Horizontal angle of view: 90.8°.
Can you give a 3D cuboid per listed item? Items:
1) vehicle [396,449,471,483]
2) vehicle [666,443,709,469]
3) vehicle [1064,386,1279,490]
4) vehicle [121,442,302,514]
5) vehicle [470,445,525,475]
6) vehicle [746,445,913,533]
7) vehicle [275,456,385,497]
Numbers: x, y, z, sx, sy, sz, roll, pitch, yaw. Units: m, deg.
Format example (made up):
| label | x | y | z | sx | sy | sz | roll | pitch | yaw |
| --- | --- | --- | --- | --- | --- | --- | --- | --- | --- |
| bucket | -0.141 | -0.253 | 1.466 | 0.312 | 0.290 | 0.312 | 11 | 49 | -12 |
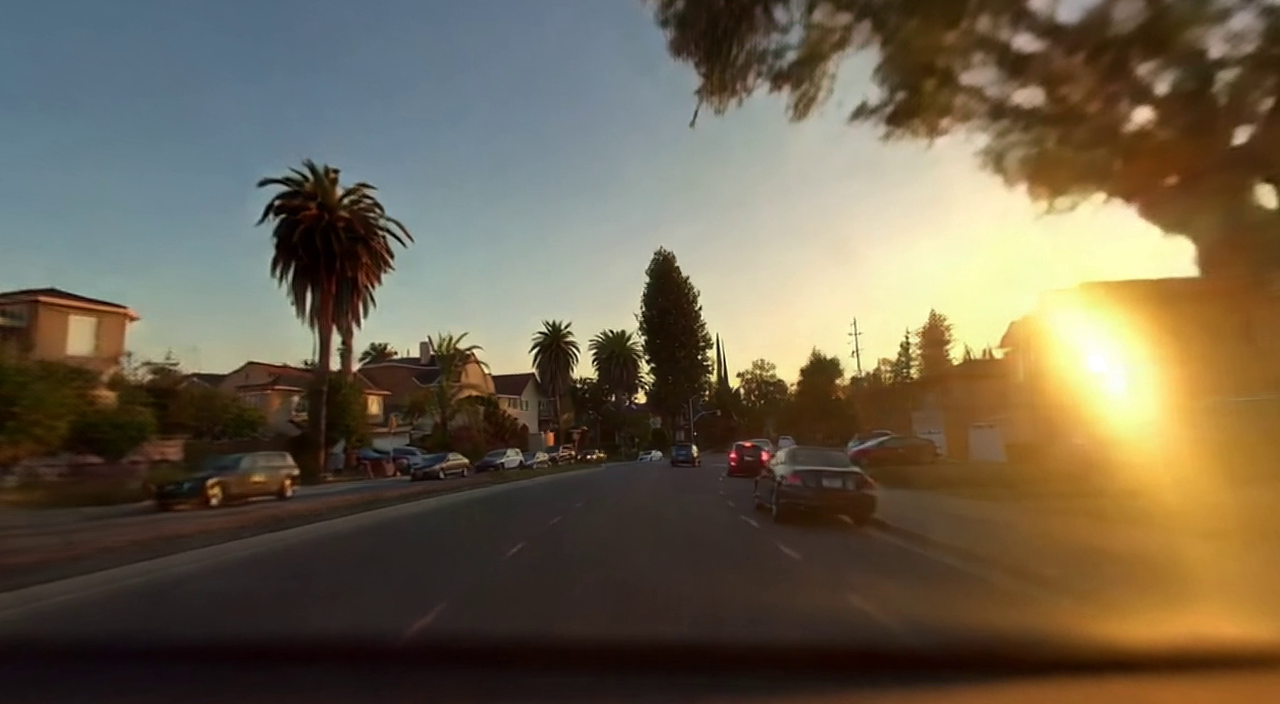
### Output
| label | x | y | z | sx | sy | sz | roll | pitch | yaw |
| --- | --- | --- | --- | --- | --- | --- | --- | --- | --- |
| vehicle | -11.623 | 6.433 | 36.032 | 1.967 | 1.736 | 4.730 | -2 | -9 | 11 |
| vehicle | 3.002 | 6.401 | 38.980 | 2.035 | 1.474 | 4.284 | -2 | -9 | 13 |
| vehicle | 12.928 | 1.924 | 13.942 | 5.550 | 2.066 | 2.288 | -6 | -11 | 28 |
| vehicle | -13.398 | 3.949 | 20.261 | 2.131 | 1.902 | 4.924 | -3 | -9 | 4 |
| vehicle | -10.020 | 7.649 | 44.956 | 2.081 | 1.948 | 4.821 | -2 | -9 | 10 |
| vehicle | 3.505 | 2.600 | 12.739 | 2.037 | 1.425 | 4.621 | 0 | -9 | 1 |
| vehicle | -12.846 | 5.155 | 26.572 | 1.866 | 1.501 | 4.681 | -1 | -9 | 6 |
